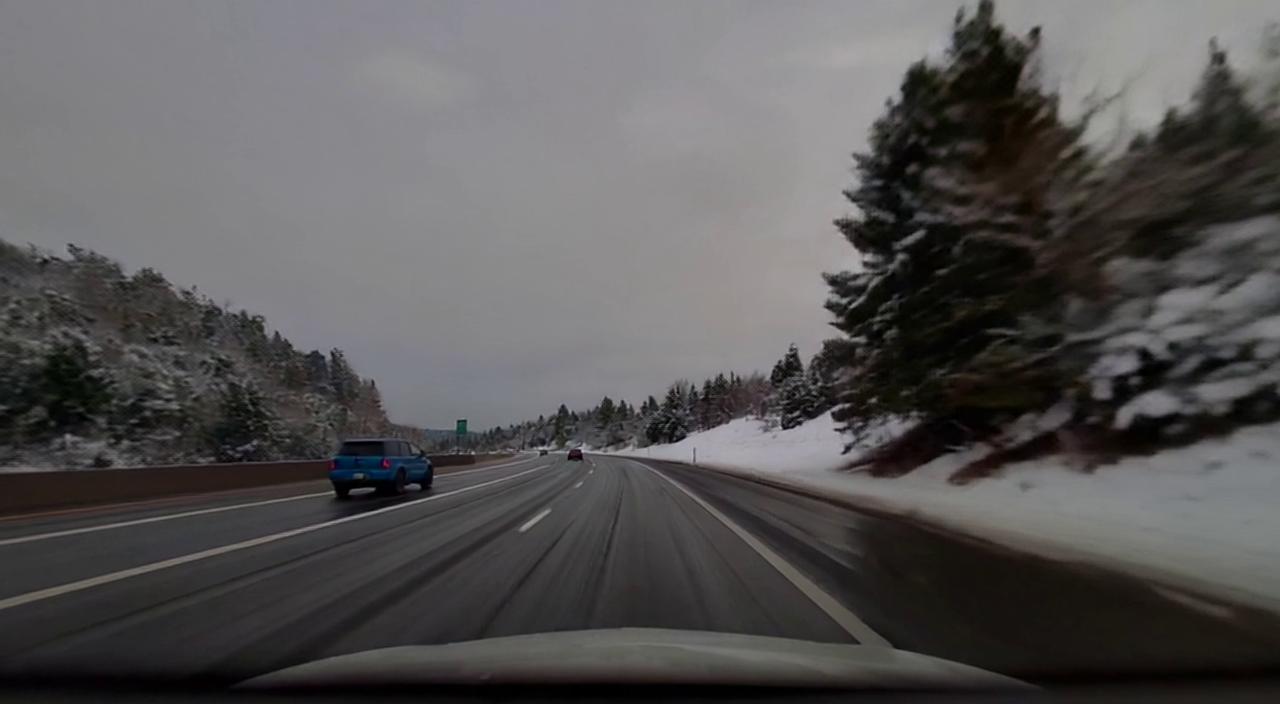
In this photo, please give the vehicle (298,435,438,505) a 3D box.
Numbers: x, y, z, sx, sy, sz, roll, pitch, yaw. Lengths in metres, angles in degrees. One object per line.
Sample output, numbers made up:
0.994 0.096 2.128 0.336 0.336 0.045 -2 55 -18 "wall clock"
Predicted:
-7.526 3.282 18.042 2.046 1.712 4.533 0 -9 -1 "vehicle"
